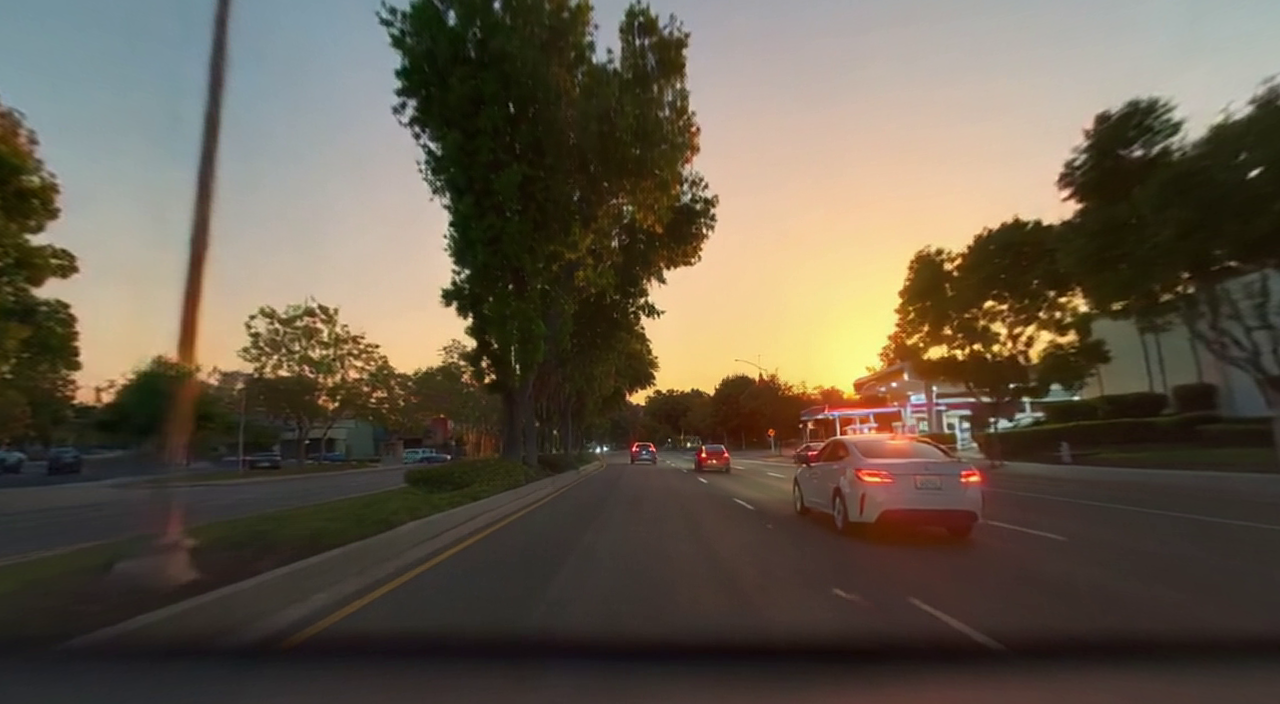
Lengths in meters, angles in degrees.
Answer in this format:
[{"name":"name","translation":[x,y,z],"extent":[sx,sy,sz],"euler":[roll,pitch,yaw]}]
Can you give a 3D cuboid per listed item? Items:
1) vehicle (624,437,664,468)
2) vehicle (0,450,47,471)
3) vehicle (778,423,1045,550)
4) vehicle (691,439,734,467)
[{"name":"vehicle","translation":[0.238,5.877,36.812],"extent":[2.172,1.694,4.055],"euler":[0,-9,0]},{"name":"vehicle","translation":[-46.461,7.903,45.822],"extent":[4.234,1.475,1.929],"euler":[0,-9,0]},{"name":"vehicle","translation":[3.804,1.981,10.000],"extent":[2.119,1.509,4.756],"euler":[0,-9,0]},{"name":"vehicle","translation":[4.195,5.926,36.960],"extent":[1.980,1.515,4.362],"euler":[0,-9,-1]}]
